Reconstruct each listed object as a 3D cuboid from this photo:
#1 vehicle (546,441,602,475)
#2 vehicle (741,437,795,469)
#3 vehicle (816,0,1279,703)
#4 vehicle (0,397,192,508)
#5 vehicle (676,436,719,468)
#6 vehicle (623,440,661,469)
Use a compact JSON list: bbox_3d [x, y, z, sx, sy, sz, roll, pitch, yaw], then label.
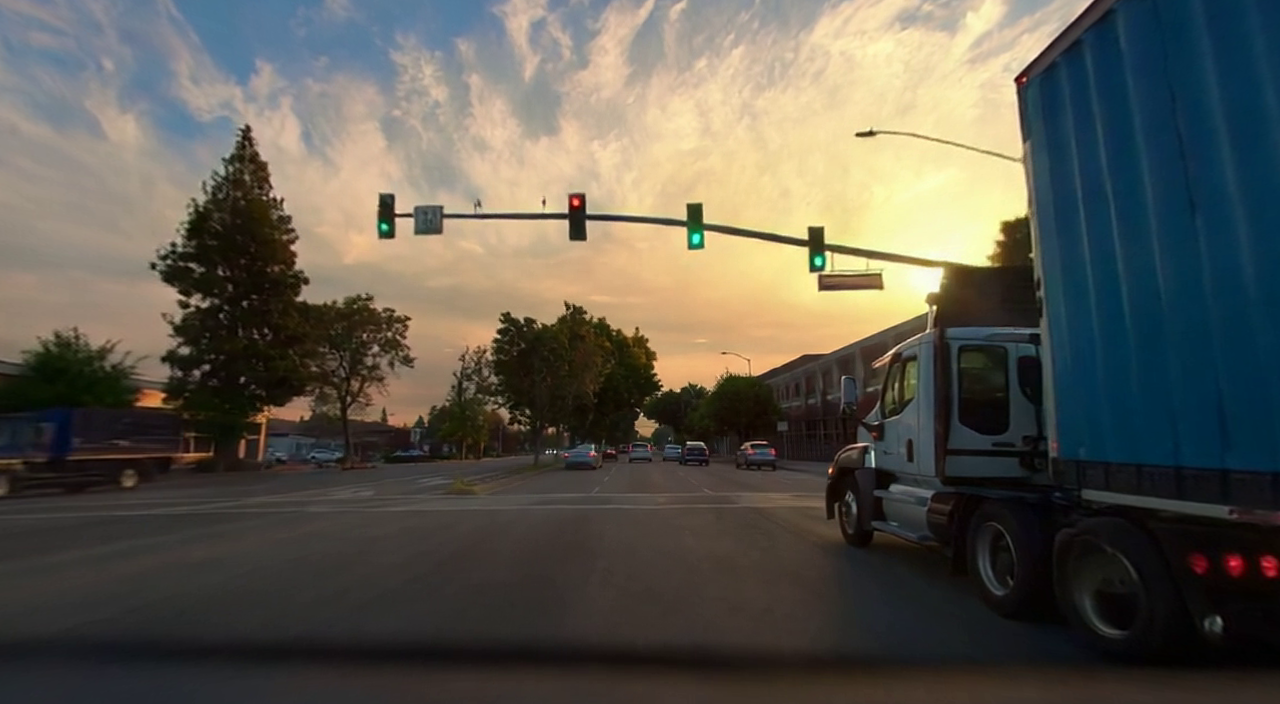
[{"bbox_3d":[-3.158,5.212,31.190,2.211,1.537,4.666,0,-8,1],"label":"vehicle"},{"bbox_3d":[7.687,6.144,38.464,2.174,1.793,5.061,0,-8,-1],"label":"vehicle"},{"bbox_3d":[3.865,-0.042,3.924,3.006,3.679,8.506,0,-8,0],"label":"vehicle"},{"bbox_3d":[-18.087,3.136,19.941,2.473,2.894,7.075,0,-8,0],"label":"vehicle"},{"bbox_3d":[3.553,6.284,39.739,2.196,1.908,4.412,0,-8,-1],"label":"vehicle"},{"bbox_3d":[0.112,6.381,39.585,2.276,1.704,3.925,0,-8,0],"label":"vehicle"}]
